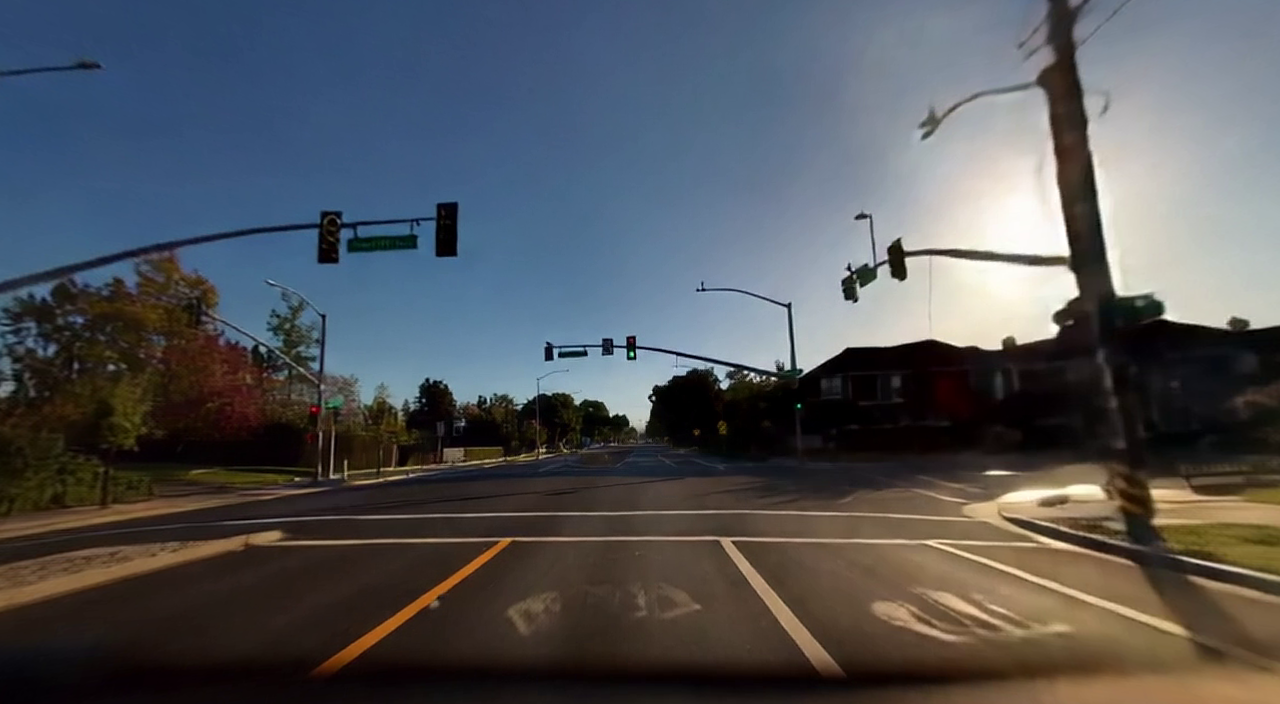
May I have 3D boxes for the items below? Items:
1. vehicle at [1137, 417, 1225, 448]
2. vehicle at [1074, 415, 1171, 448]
[{"bbox_3d":[31.246,4.700,36.583,1.928,1.622,3.895,-2,-8,8],"label":"vehicle"},{"bbox_3d":[28.638,4.795,37.640,2.041,1.826,4.925,-1,-8,3],"label":"vehicle"}]
